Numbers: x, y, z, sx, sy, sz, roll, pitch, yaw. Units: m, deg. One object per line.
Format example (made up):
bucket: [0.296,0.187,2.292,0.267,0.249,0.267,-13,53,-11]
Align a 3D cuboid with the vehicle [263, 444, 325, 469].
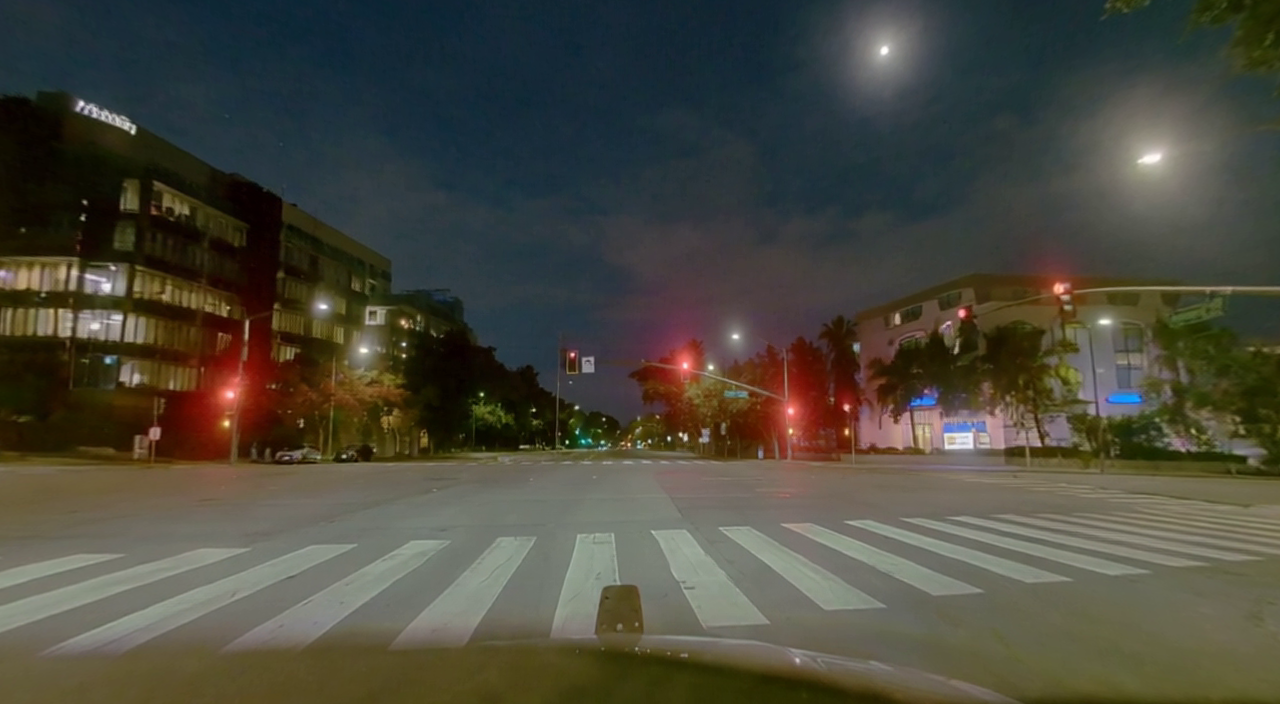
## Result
vehicle: [-21.861,6.594,40.081,2.005,1.496,4.020,1,-9,-6]

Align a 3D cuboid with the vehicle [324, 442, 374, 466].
vehicle: [-22.410,7.834,48.821,2.023,1.706,4.756,1,-9,-6]
